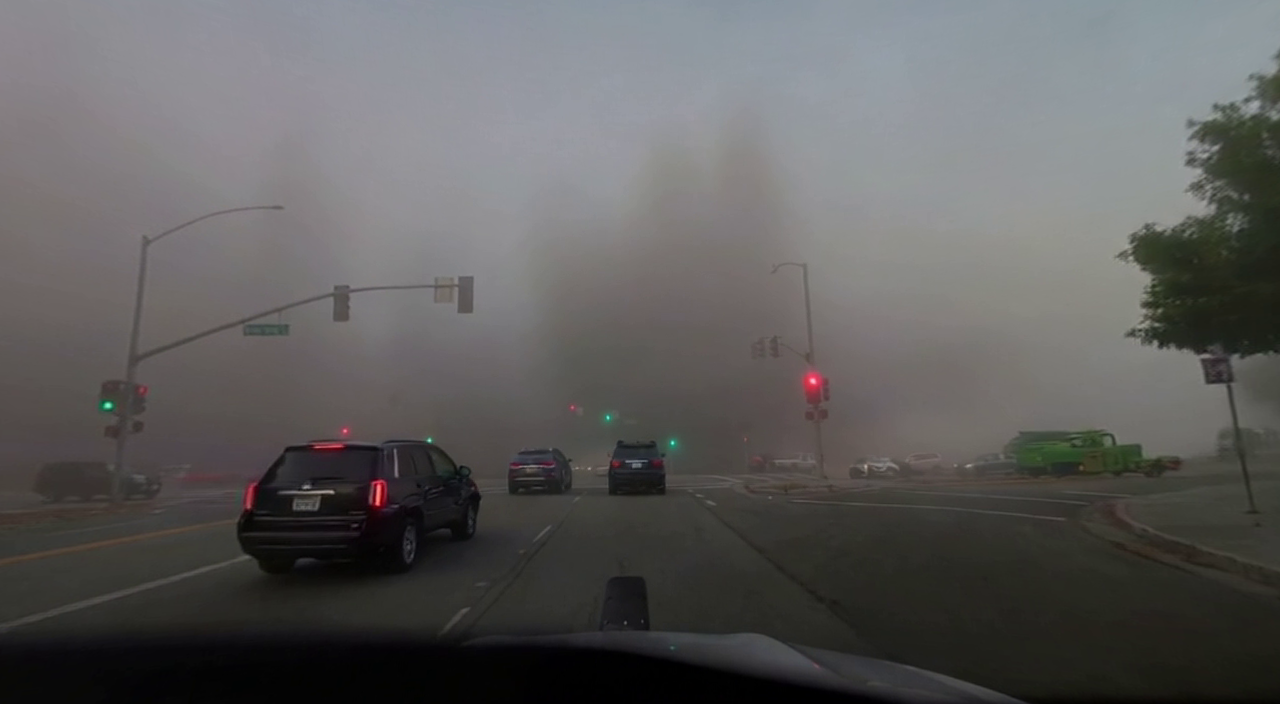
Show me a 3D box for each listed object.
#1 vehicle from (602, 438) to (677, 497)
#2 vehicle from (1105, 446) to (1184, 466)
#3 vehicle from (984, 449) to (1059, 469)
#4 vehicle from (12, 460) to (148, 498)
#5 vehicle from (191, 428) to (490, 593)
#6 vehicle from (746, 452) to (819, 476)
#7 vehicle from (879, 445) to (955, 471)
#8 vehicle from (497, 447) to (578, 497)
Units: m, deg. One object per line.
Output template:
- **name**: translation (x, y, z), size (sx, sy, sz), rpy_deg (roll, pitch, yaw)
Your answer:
- **vehicle**: translation (-0.010, 3.625, 20.198), size (2.163, 1.678, 3.846), rpy_deg (0, -8, 0)
- **vehicle**: translation (37.789, 7.760, 47.231), size (4.525, 1.468, 1.839), rpy_deg (1, -8, -6)
- **vehicle**: translation (28.650, 8.055, 47.358), size (4.365, 1.448, 1.928), rpy_deg (0, -8, 0)
- **vehicle**: translation (-27.179, 6.148, 30.701), size (4.623, 1.710, 2.034), rpy_deg (0, -8, 1)
- **vehicle**: translation (-3.232, 1.745, 7.731), size (1.960, 1.528, 3.490), rpy_deg (0, -8, -1)
- **vehicle**: translation (10.540, 8.329, 46.866), size (4.875, 1.473, 2.077), rpy_deg (-2, -12, -2)
- **vehicle**: translation (20.690, 7.971, 47.159), size (4.585, 1.681, 2.140), rpy_deg (-2, -10, -1)
- **vehicle**: translation (-3.324, 3.976, 21.296), size (2.013, 1.474, 4.393), rpy_deg (0, -8, 0)
